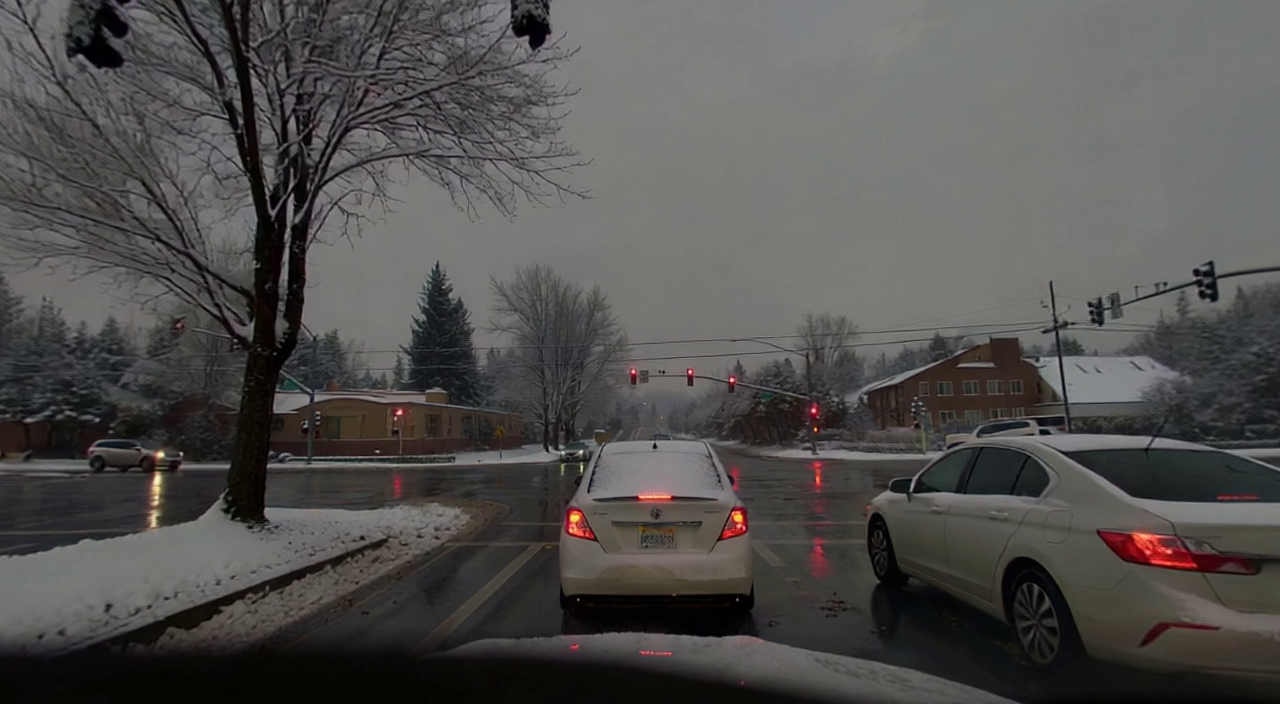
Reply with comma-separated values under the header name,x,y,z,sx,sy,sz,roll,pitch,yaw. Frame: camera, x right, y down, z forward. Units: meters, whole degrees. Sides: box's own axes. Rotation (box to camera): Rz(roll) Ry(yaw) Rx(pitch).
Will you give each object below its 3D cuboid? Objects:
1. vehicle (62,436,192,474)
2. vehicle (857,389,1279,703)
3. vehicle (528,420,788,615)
name,x,y,z,sx,sy,sz,roll,pitch,yaw
vehicle,-24.278,4.869,29.983,4.450,1.684,1.894,0,-8,0
vehicle,3.169,1.124,3.894,1.931,1.493,4.555,0,-8,-1
vehicle,0.099,1.566,6.879,2.017,1.485,3.813,0,-8,-1
